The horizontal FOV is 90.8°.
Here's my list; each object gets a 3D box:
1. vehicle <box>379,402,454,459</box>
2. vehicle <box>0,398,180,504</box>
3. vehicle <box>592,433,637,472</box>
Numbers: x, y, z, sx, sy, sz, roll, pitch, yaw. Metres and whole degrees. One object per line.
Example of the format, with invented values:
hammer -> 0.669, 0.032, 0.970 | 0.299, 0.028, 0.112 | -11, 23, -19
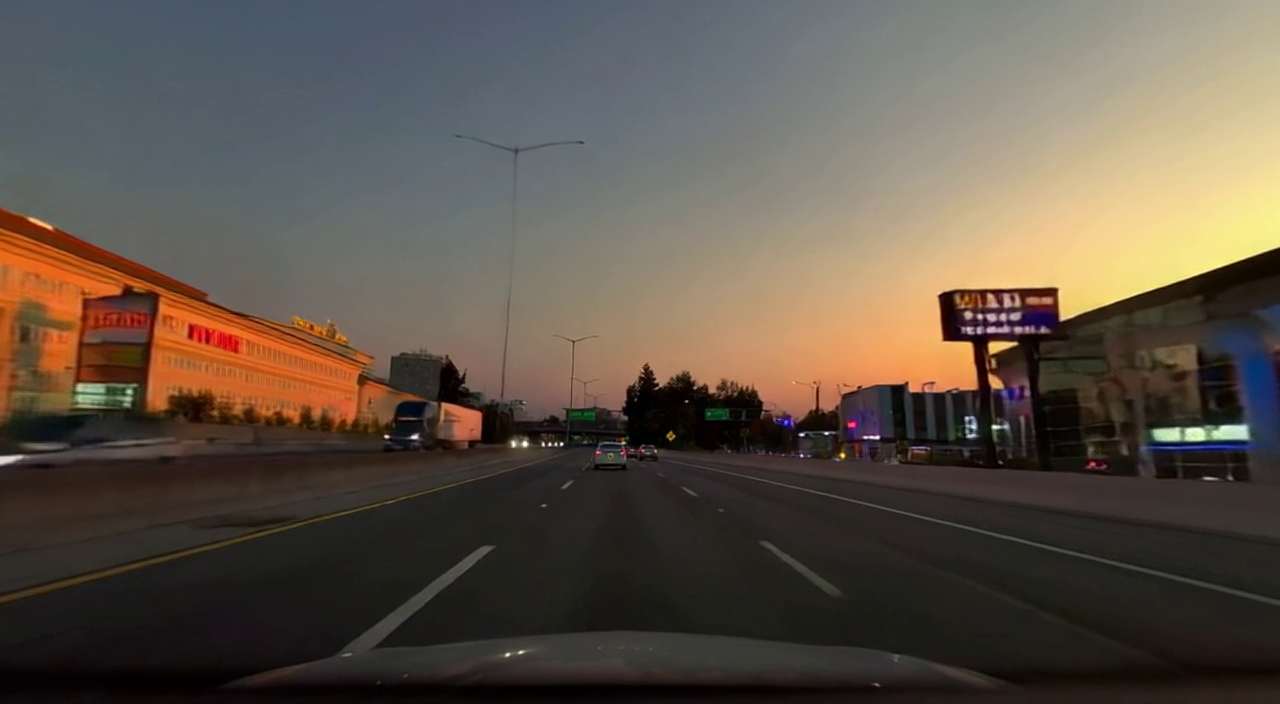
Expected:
vehicle -> -17.036, 6.162, 48.854 | 3.062, 4.003, 8.152 | 1, -9, -2
vehicle -> -11.424, 1.832, 11.783 | 2.089, 1.685, 4.849 | 0, -9, -1
vehicle -> -1.363, 5.262, 33.095 | 2.155, 1.856, 4.796 | 1, -9, -3
